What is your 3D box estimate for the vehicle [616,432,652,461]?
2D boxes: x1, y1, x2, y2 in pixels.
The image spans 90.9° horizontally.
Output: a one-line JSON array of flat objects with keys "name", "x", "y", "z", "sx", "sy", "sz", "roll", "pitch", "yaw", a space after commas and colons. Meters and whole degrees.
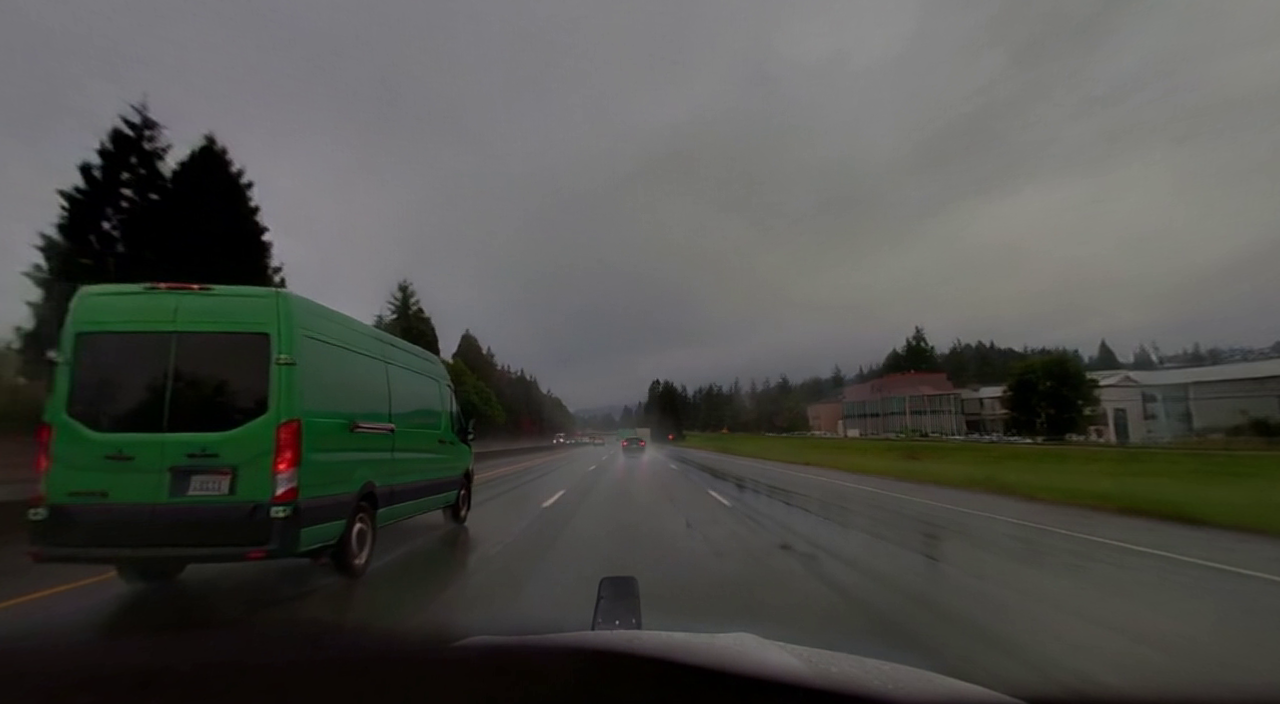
[{"name": "vehicle", "x": -0.398, "y": 5.727, "z": 38.332, "sx": 2.104, "sy": 1.646, "sz": 4.176, "roll": 0, "pitch": -8, "yaw": -1}]

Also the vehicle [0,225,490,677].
[{"name": "vehicle", "x": -3.410, "y": 0.907, "z": 6.529, "sx": 2.424, "sy": 2.577, "sz": 5.828, "roll": 0, "pitch": -8, "yaw": -2}]
